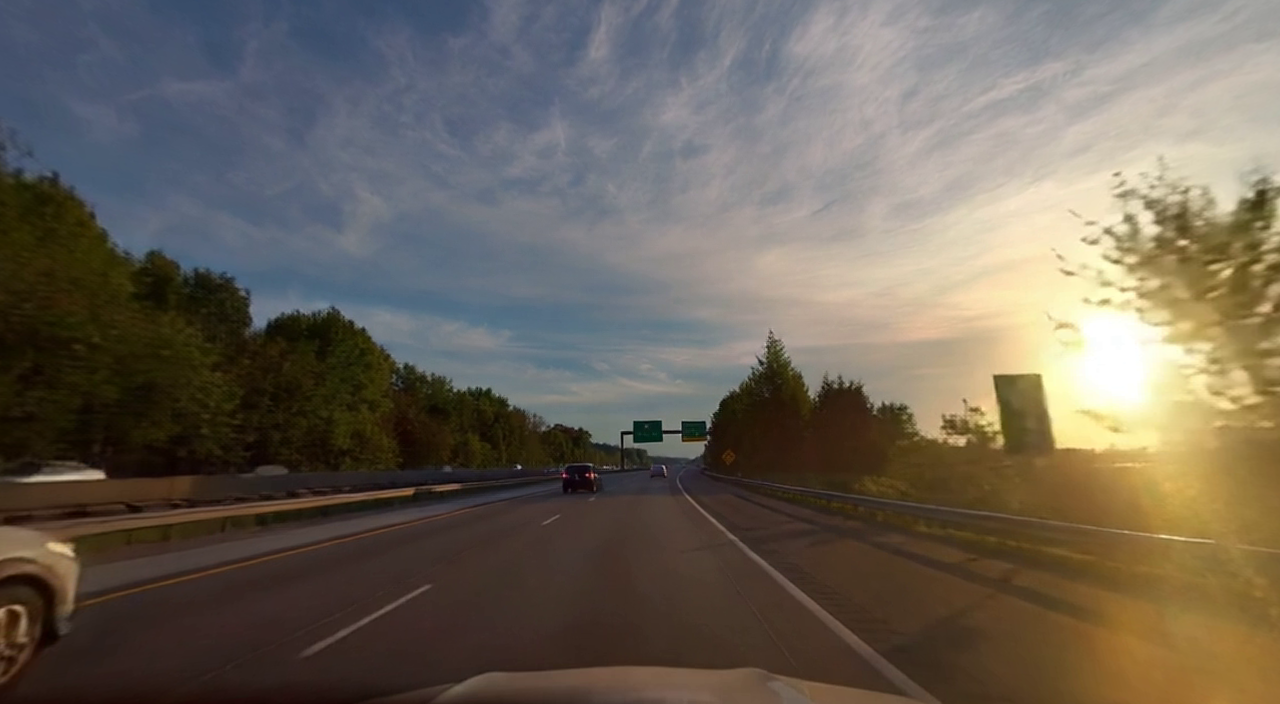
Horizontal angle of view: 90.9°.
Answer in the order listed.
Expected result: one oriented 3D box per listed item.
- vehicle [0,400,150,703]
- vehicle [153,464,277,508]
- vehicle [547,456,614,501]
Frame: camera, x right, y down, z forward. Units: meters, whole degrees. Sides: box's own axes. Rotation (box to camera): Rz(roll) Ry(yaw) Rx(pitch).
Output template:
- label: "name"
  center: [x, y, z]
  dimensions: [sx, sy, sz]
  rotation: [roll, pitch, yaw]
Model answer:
- label: "vehicle"
  center: [-4.099, 0.714, 1.439]
  dimensions: [2.063, 1.556, 4.740]
  rotation: [1, -10, 1]
- label: "vehicle"
  center: [-16.826, 5.307, 25.228]
  dimensions: [1.883, 1.522, 4.130]
  rotation: [1, -10, 3]
- label: "vehicle"
  center: [-2.277, 5.050, 25.264]
  dimensions: [2.000, 1.594, 3.996]
  rotation: [0, -10, 4]
